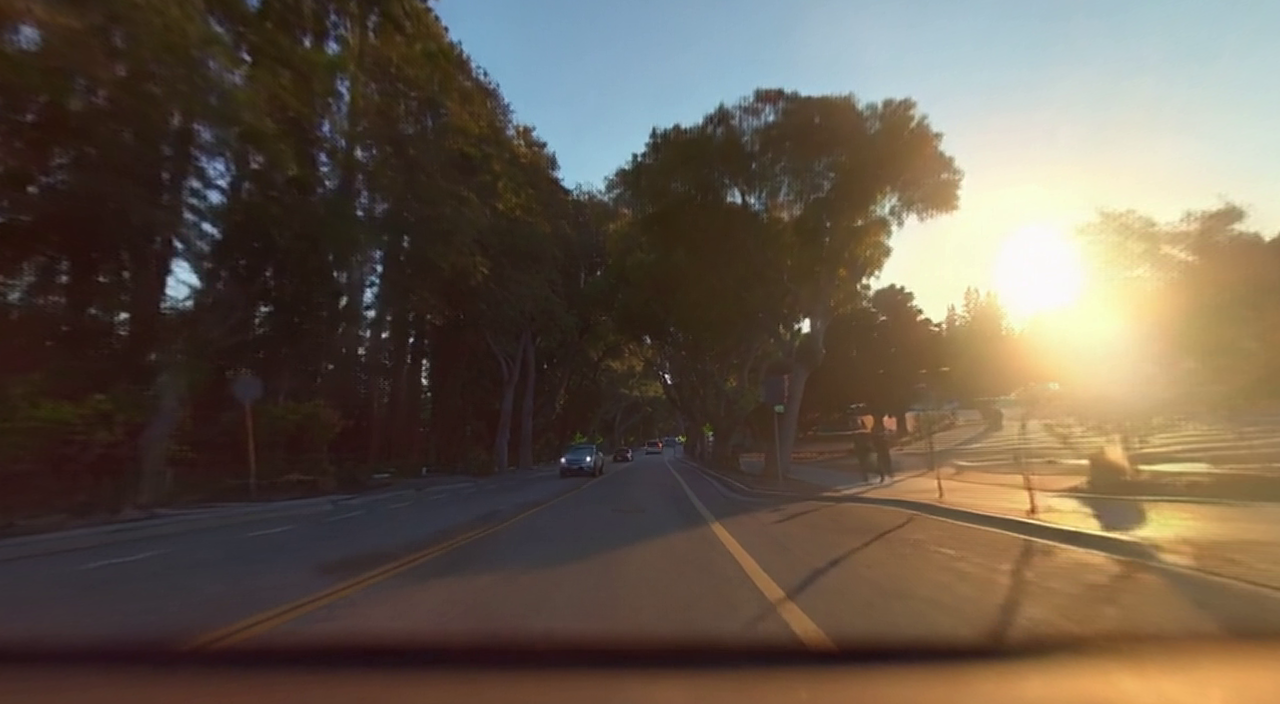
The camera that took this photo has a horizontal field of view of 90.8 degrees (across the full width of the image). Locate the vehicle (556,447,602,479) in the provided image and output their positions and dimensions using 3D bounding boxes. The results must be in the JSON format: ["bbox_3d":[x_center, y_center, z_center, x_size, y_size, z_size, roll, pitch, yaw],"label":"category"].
[{"bbox_3d":[-3.265,6.024,34.466,1.898,1.606,3.927,-1,-8,3],"label":"vehicle"}]
